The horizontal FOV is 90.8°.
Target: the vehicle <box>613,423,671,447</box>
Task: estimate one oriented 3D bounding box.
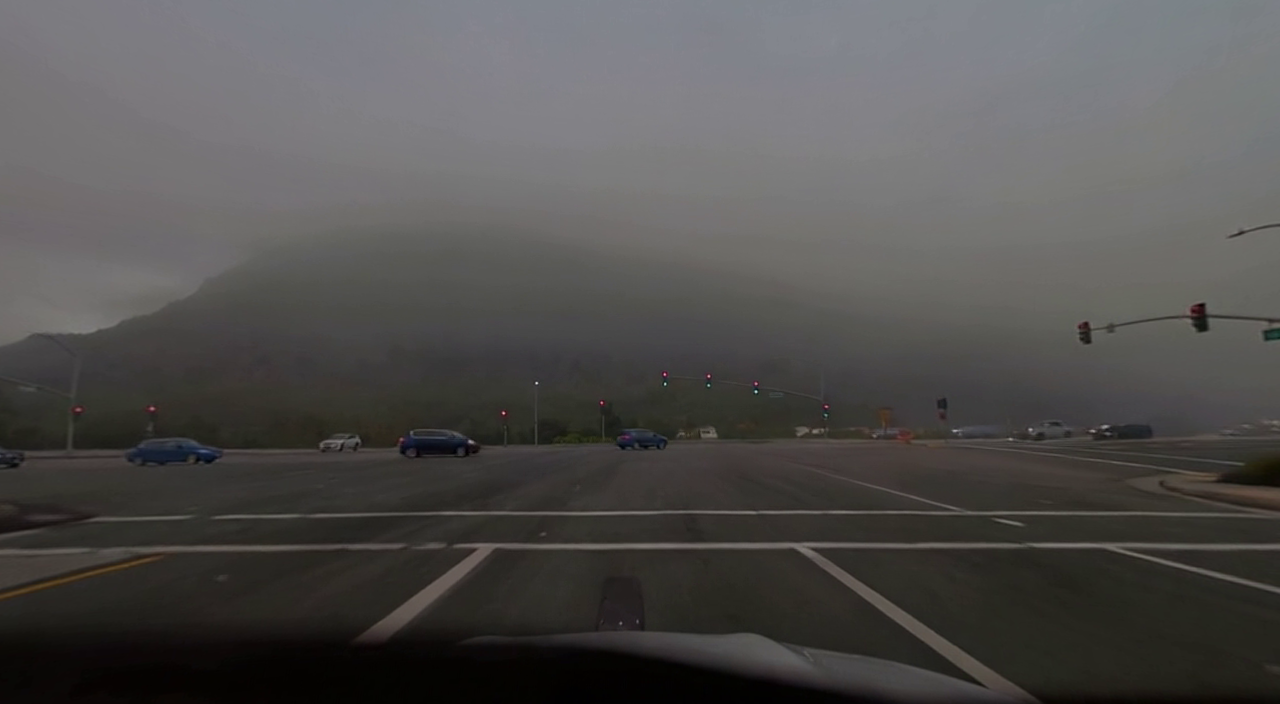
[{"bbox_3d":[0.230,6.473,49.006,2.020,1.713,4.547,-7,-11,40],"label":"vehicle"}]

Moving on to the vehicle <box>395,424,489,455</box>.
[{"bbox_3d":[-12.102,5.355,38.594,5.228,1.805,2.246,3,-9,-23],"label":"vehicle"}]

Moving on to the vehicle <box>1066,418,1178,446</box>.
[{"bbox_3d":[27.390,4.576,36.013,4.778,1.495,1.959,0,-8,0],"label":"vehicle"}]

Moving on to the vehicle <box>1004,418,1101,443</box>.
[{"bbox_3d":[28.287,5.420,43.438,5.100,1.680,2.055,0,-8,1],"label":"vehicle"}]

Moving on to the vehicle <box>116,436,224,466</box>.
[{"bbox_3d":[-25.754,5.405,34.732,4.218,1.542,2.044,1,-8,-6],"label":"vehicle"}]
